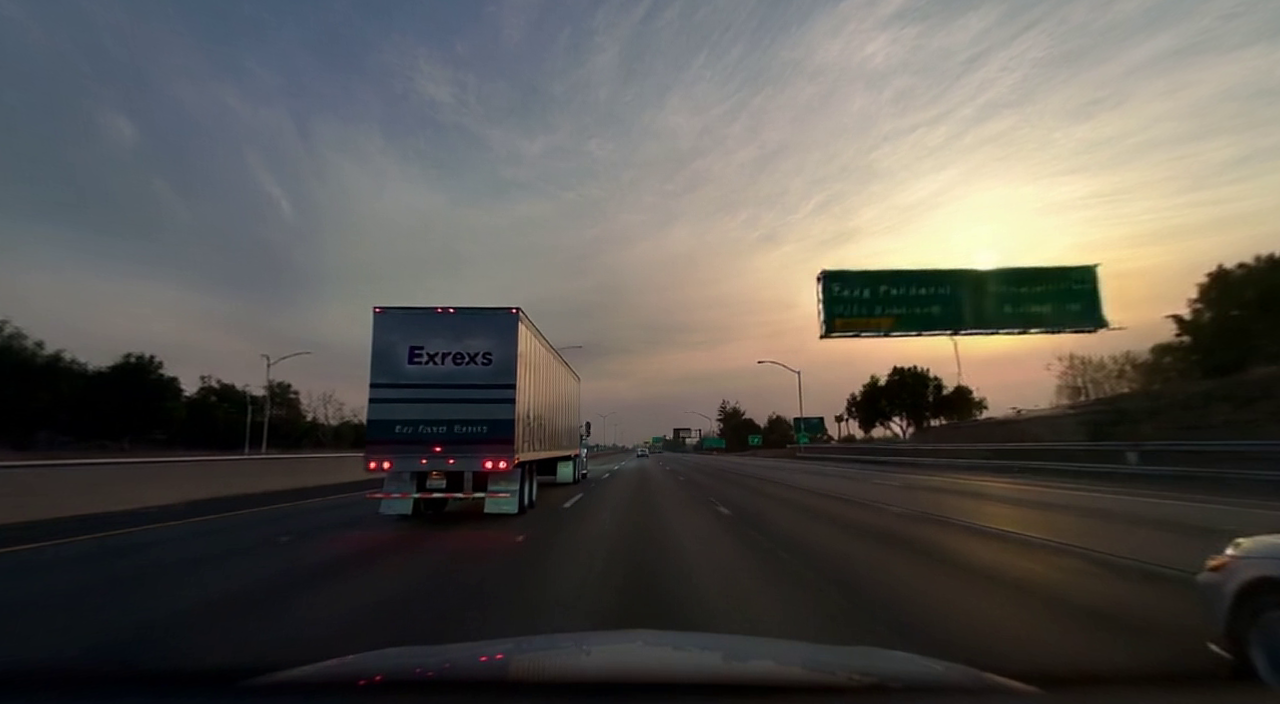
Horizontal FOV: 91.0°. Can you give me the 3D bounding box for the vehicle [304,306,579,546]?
[{"bbox_3d":[-3.239,1.669,13.287,2.922,3.458,8.360,0,-9,1],"label":"vehicle"}]
